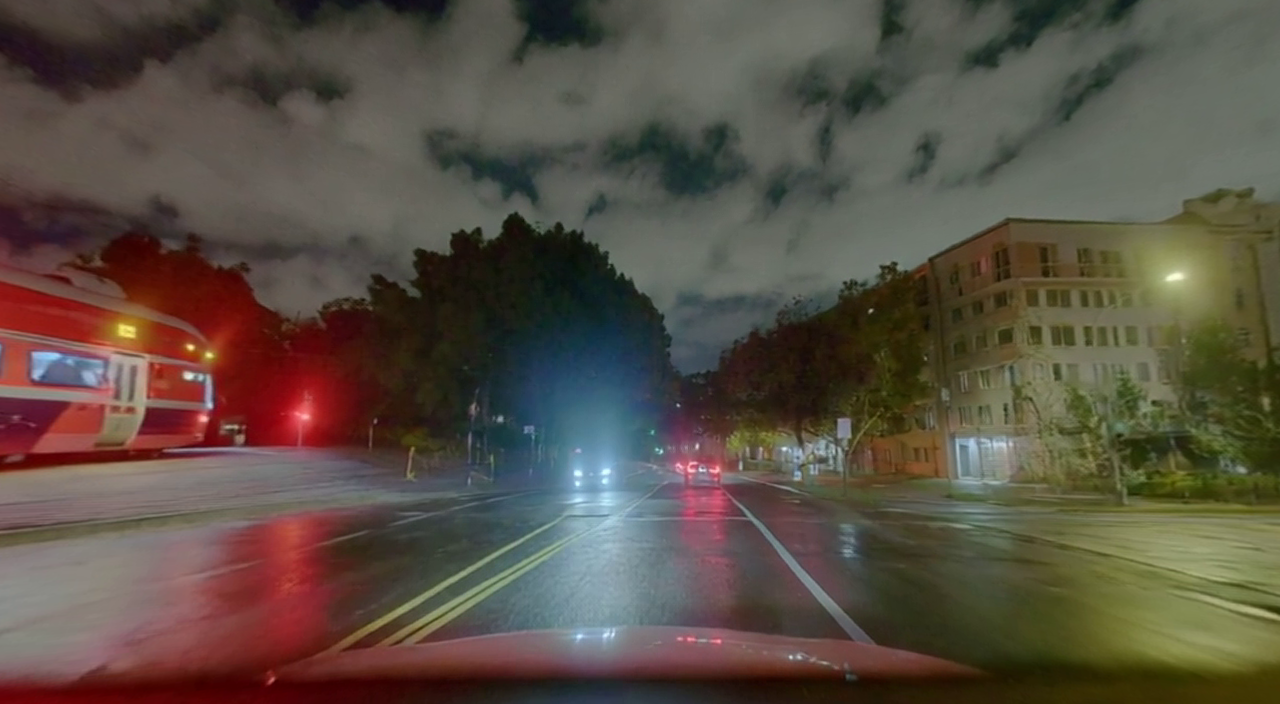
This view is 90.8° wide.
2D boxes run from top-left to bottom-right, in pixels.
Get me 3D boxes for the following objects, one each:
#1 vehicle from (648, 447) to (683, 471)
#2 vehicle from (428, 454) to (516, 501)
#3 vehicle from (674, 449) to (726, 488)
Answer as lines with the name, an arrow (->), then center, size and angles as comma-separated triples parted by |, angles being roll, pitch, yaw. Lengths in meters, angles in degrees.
vehicle -> 1.924, 8.350, 49.451 | 2.010, 1.725, 4.320 | 1, -8, -8
vehicle -> -6.270, 4.739, 24.201 | 2.042, 1.531, 4.403 | -1, -8, 2
vehicle -> 2.937, 5.830, 31.952 | 2.263, 1.765, 4.237 | 0, -8, 1
